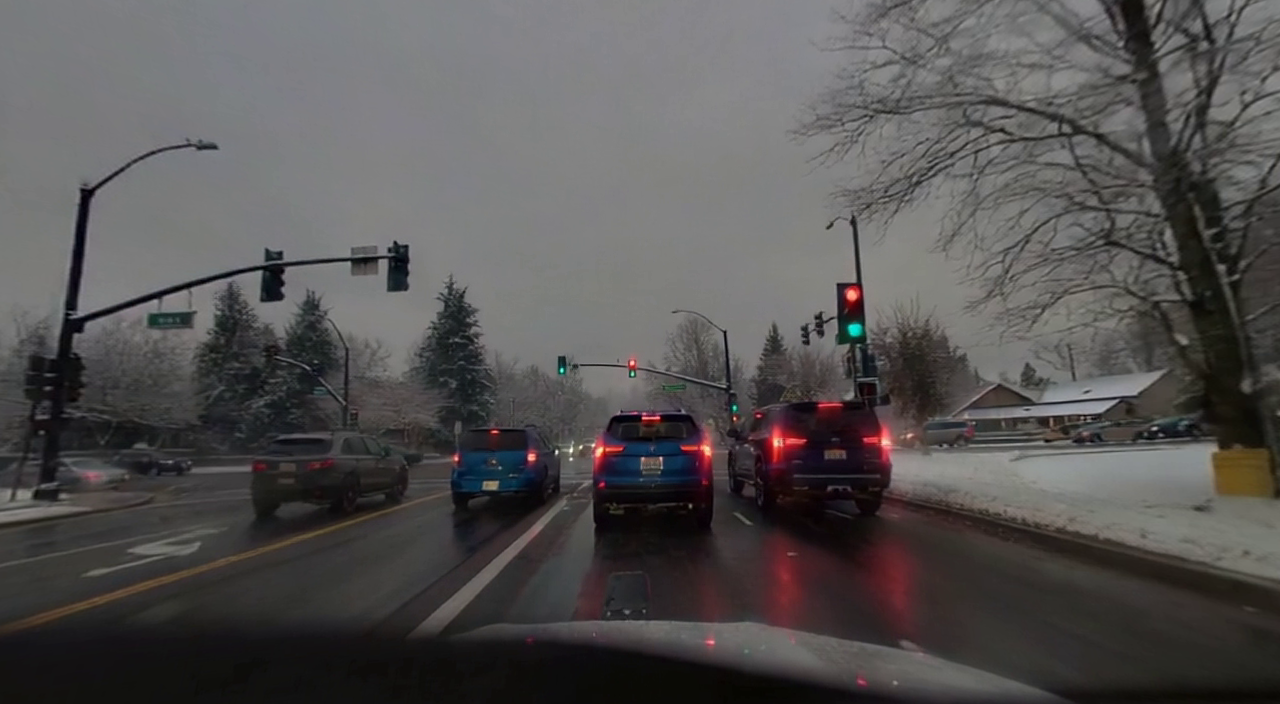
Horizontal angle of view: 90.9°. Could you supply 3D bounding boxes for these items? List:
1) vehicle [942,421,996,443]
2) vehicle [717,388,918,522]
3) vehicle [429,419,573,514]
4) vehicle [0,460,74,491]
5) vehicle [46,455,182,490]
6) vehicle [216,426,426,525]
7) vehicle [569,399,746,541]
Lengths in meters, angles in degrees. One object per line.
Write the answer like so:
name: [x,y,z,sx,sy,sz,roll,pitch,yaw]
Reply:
vehicle: [23.729,5.825,45.621,1.830,1.516,3.943,-1,-8,1]
vehicle: [3.118,2.021,12.730,2.338,2.063,5.672,0,-8,0]
vehicle: [-2.735,2.388,13.608,2.058,1.659,4.514,-1,-8,0]
vehicle: [-32.087,6.266,32.095,4.554,1.449,1.949,-1,-8,0]
vehicle: [-24.004,5.502,28.882,4.383,1.456,1.999,0,-8,-1]
vehicle: [-6.236,2.451,13.099,2.052,1.664,4.476,0,-8,-1]
vehicle: [0.202,1.801,10.169,2.235,1.778,4.178,0,-8,0]
